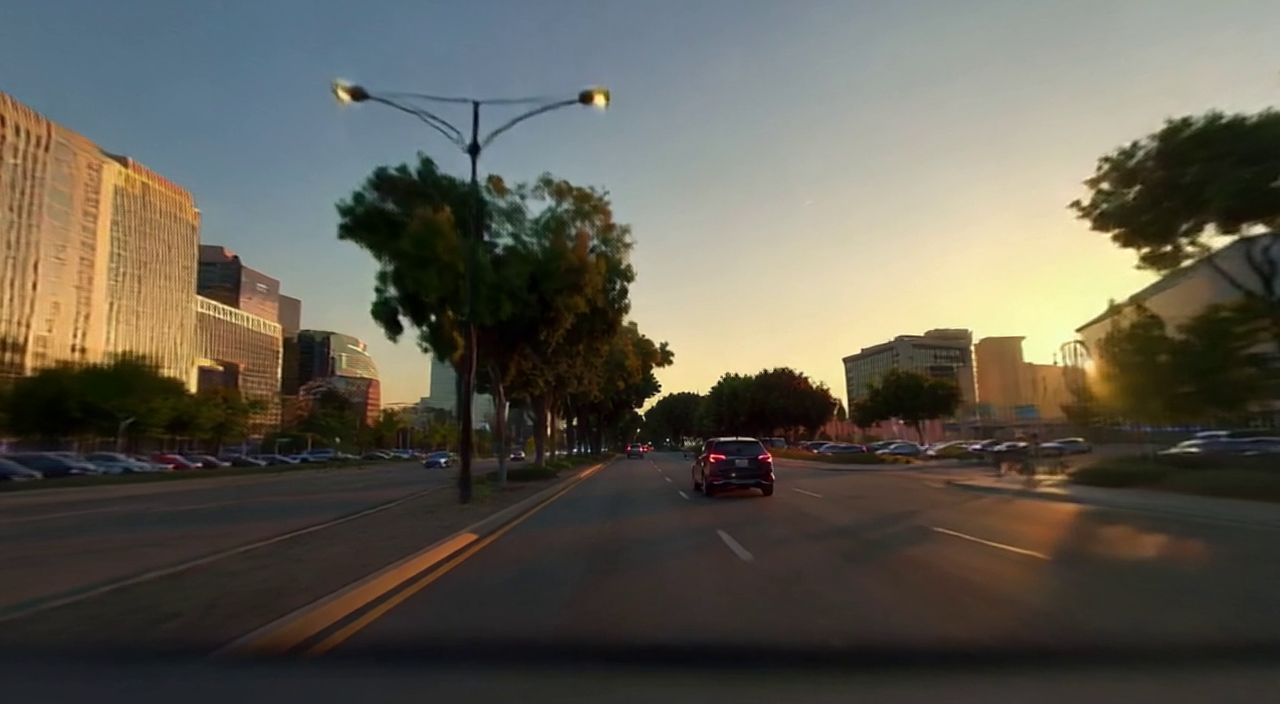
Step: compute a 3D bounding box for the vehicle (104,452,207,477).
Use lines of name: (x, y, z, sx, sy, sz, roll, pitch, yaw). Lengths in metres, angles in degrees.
vehicle: (-29.979, 6.960, 39.194, 4.671, 1.472, 2.076, 0, -8, 2)

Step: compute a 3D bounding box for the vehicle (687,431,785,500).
vehicle: (2.507, 3.100, 17.642, 1.963, 1.677, 4.229, 0, -8, -2)

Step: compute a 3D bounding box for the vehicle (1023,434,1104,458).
vehicle: (32.515, 7.240, 48.568, 4.671, 1.618, 1.998, -2, -8, 0)

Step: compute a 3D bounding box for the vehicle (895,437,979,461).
vehicle: (19.599, 6.404, 41.856, 4.584, 1.503, 1.942, 0, -8, 0)

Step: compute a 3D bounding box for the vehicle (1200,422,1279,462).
vehicle: (32.195, 4.618, 32.339, 4.867, 1.962, 2.172, 0, -8, 1)

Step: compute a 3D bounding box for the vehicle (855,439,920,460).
vehicle: (19.486, 7.659, 49.827, 4.227, 1.567, 2.034, 0, -8, 0)
